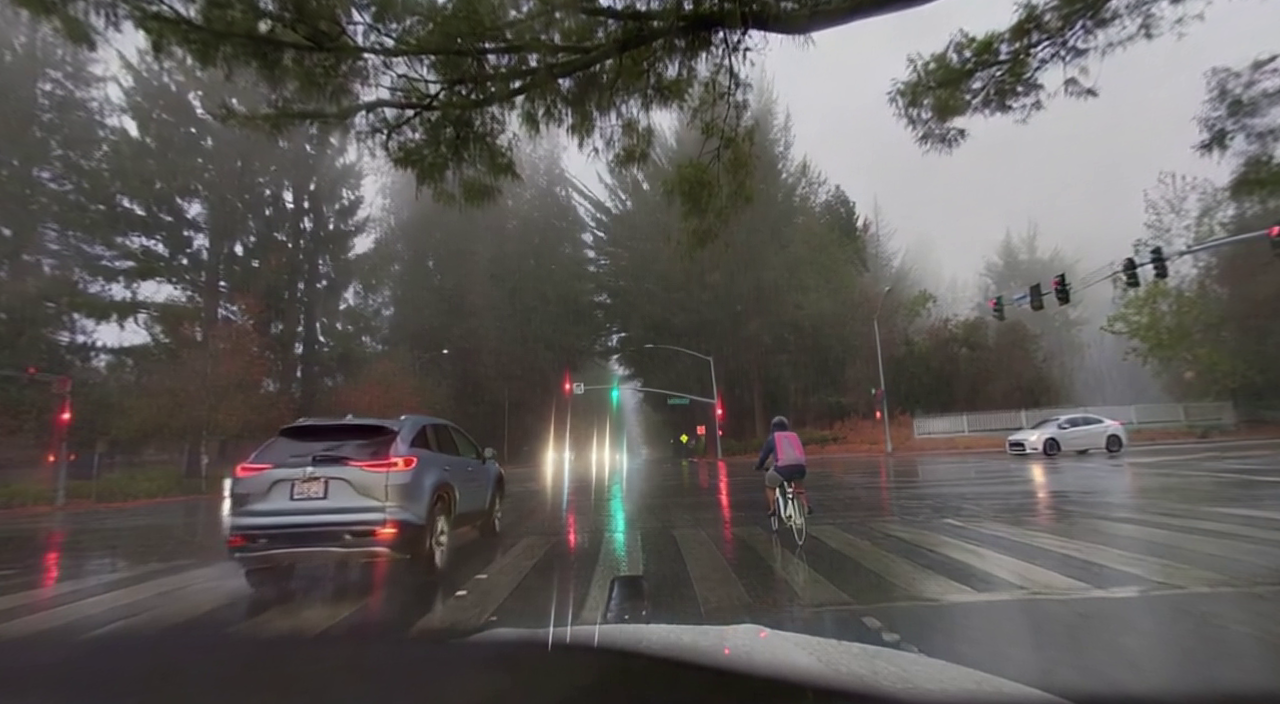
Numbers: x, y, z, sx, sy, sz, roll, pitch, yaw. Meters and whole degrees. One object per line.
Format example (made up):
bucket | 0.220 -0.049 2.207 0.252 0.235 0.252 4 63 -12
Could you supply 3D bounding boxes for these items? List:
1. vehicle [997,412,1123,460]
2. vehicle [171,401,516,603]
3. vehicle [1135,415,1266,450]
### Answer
vehicle | 18.582 3.729 27.996 4.237 1.948 1.997 0 -9 -9
vehicle | -3.059 1.658 7.904 2.049 1.756 4.602 0 -8 0
vehicle | 25.745 3.748 29.024 4.716 1.507 1.904 2 -9 -11
